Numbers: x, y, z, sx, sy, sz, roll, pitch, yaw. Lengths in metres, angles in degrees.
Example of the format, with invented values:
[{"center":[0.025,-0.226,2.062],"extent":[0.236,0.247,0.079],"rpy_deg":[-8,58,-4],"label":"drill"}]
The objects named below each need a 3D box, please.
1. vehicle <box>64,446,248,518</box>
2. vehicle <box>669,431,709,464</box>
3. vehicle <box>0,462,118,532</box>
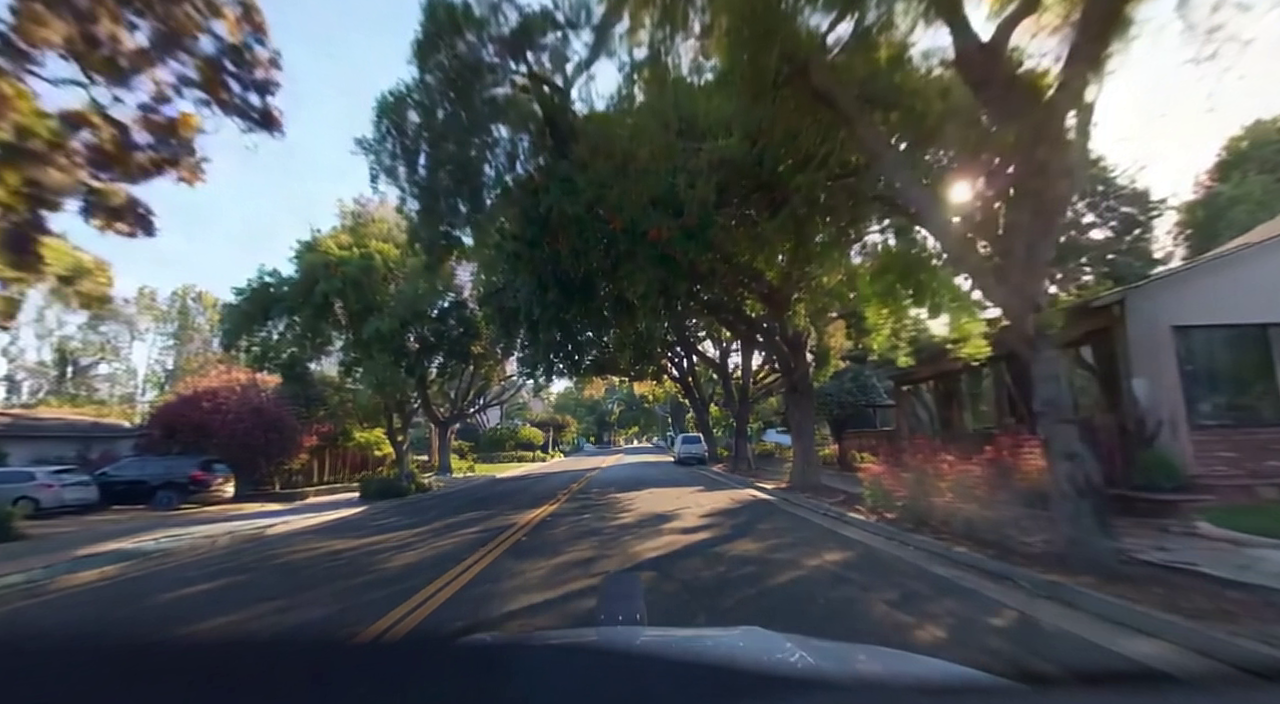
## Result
[{"center":[-14.271,3.714,18.569],"extent":[5.275,1.807,2.279],"rpy_deg":[-6,-10,29],"label":"vehicle"},{"center":[2.961,5.923,39.143],"extent":[2.125,1.861,4.564],"rpy_deg":[-1,-8,0],"label":"vehicle"},{"center":[-15.443,3.512,15.758],"extent":[4.273,1.459,2.000],"rpy_deg":[-5,-9,25],"label":"vehicle"}]
